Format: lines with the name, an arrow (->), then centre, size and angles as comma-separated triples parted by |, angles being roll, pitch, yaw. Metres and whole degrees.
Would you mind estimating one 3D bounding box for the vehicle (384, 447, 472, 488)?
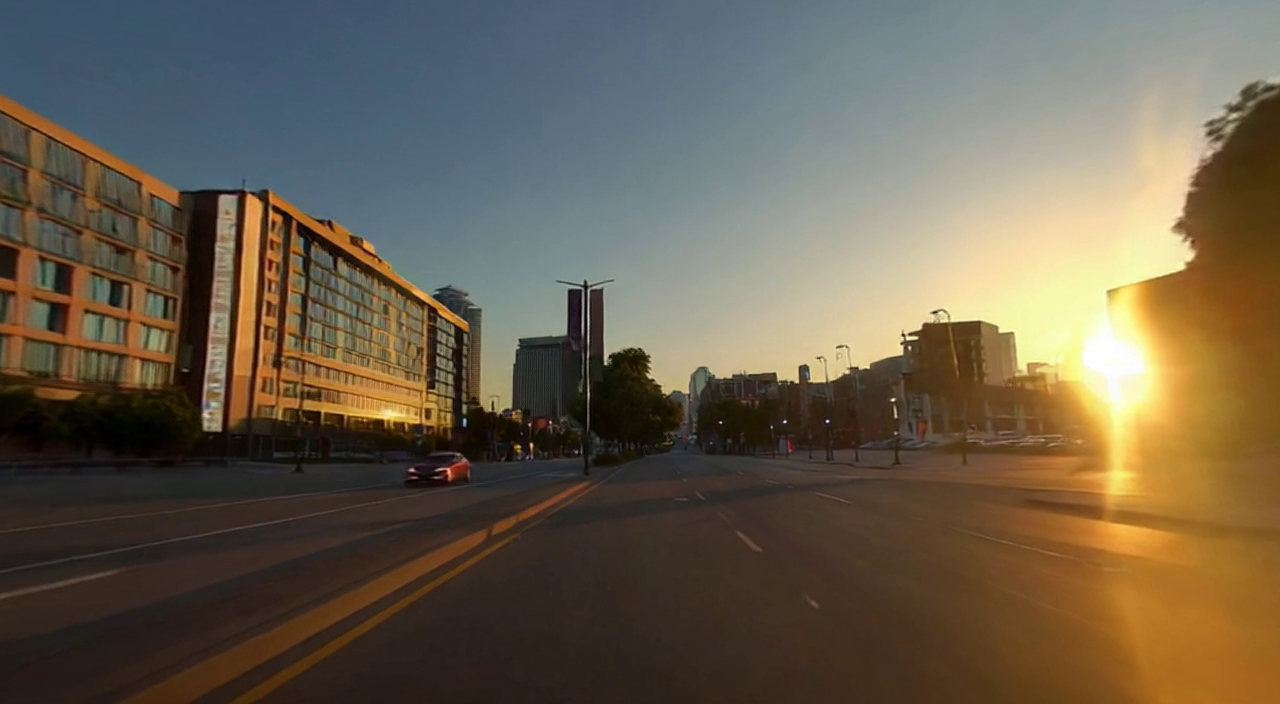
vehicle -> -8.349, 4.551, 25.209 | 1.866, 1.463, 4.378 | 0, -8, 2
